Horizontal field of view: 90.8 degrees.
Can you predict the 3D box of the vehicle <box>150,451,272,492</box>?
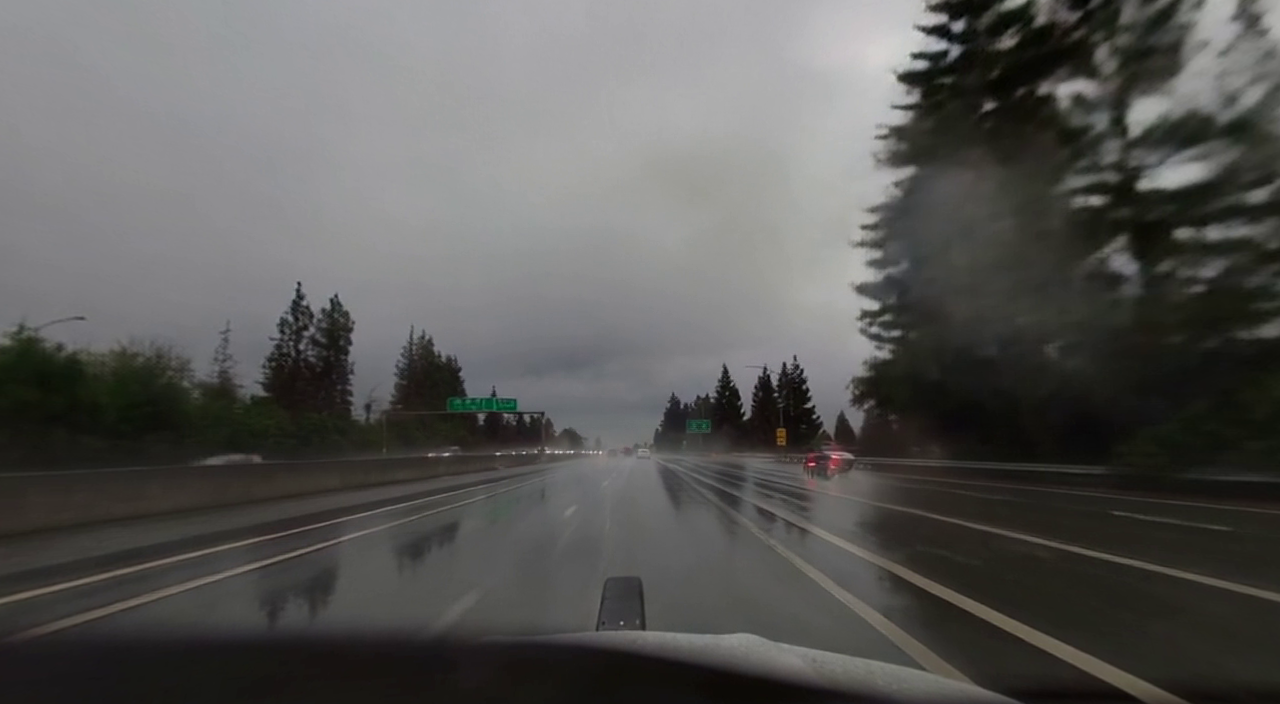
[{"bbox_3d":[-16.228,4.494,24.148,1.799,1.408,4.076,0,-9,0],"label":"vehicle"}]
